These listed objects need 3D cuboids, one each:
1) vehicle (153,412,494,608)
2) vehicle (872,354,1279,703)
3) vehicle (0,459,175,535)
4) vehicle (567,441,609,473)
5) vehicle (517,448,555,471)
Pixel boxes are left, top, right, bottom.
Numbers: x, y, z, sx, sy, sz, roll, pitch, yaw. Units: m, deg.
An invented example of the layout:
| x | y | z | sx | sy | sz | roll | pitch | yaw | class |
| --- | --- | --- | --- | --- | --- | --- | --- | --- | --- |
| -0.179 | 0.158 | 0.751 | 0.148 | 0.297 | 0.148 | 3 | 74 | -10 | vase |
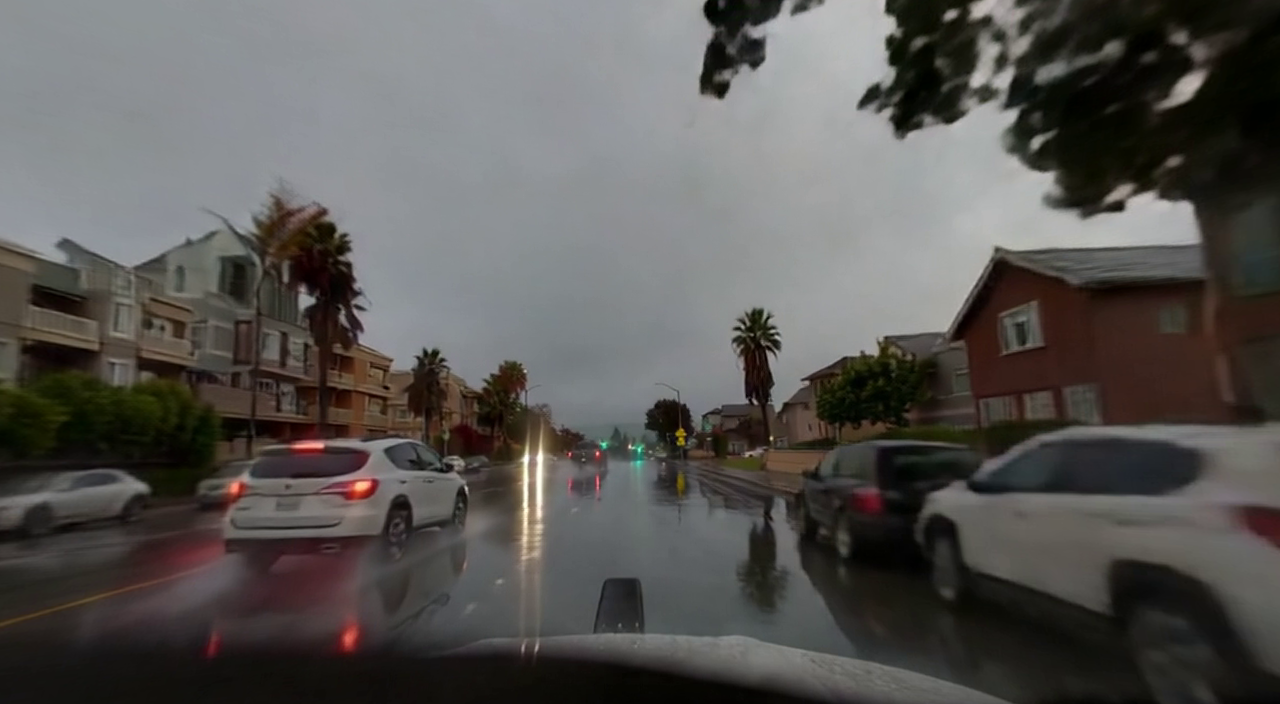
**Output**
| x | y | z | sx | sy | sz | roll | pitch | yaw | class |
| --- | --- | --- | --- | --- | --- | --- | --- | --- | --- |
| -3.179 | 1.657 | 7.434 | 1.929 | 1.651 | 3.948 | 0 | -9 | 0 | vehicle |
| 3.708 | 1.167 | 4.298 | 2.125 | 1.768 | 5.544 | 0 | -9 | 0 | vehicle |
| -13.853 | 3.437 | 15.320 | 1.811 | 1.452 | 4.322 | -3 | -8 | -1 | vehicle |
| -3.126 | 6.399 | 38.670 | 1.994 | 1.810 | 5.057 | 0 | -9 | 2 | vehicle |
| -7.436 | 7.728 | 45.476 | 1.979 | 1.500 | 4.383 | 0 | -9 | 0 | vehicle |
